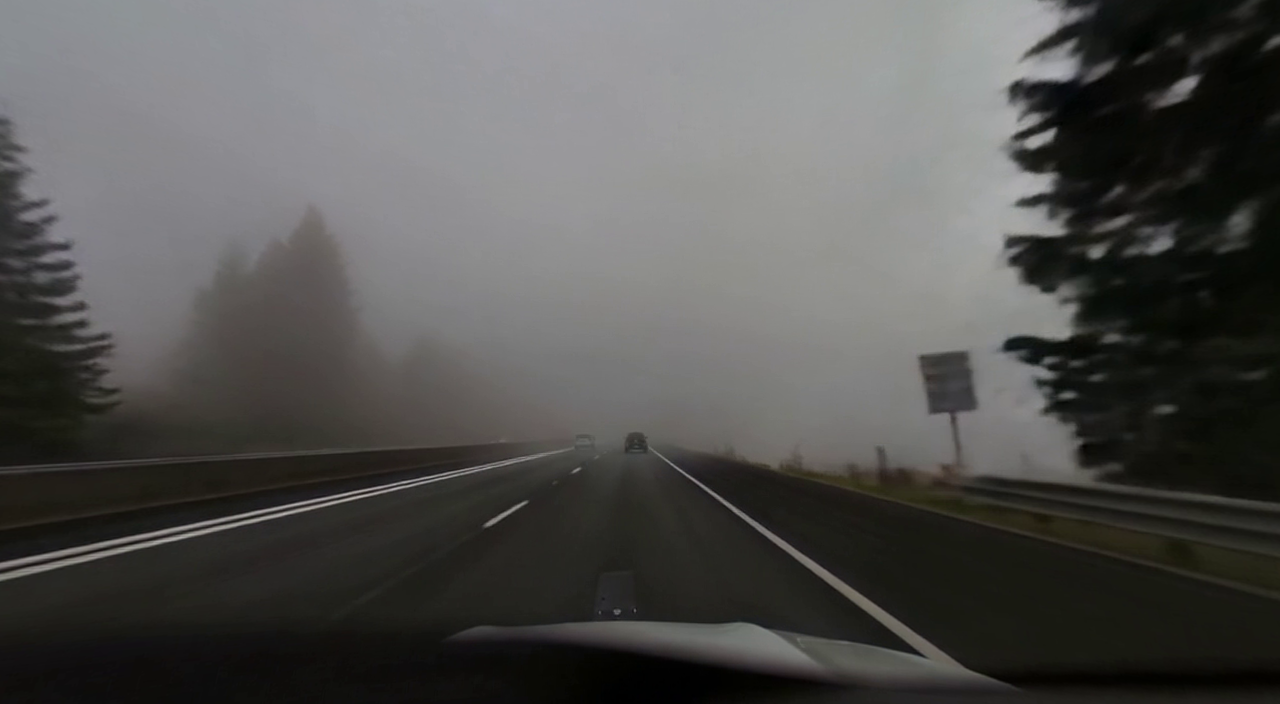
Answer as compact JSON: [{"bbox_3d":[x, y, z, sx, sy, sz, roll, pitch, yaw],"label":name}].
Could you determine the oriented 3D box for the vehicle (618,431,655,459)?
[{"bbox_3d":[-0.227,5.789,39.370,2.134,1.654,4.174,0,-8,-1],"label":"vehicle"}]
